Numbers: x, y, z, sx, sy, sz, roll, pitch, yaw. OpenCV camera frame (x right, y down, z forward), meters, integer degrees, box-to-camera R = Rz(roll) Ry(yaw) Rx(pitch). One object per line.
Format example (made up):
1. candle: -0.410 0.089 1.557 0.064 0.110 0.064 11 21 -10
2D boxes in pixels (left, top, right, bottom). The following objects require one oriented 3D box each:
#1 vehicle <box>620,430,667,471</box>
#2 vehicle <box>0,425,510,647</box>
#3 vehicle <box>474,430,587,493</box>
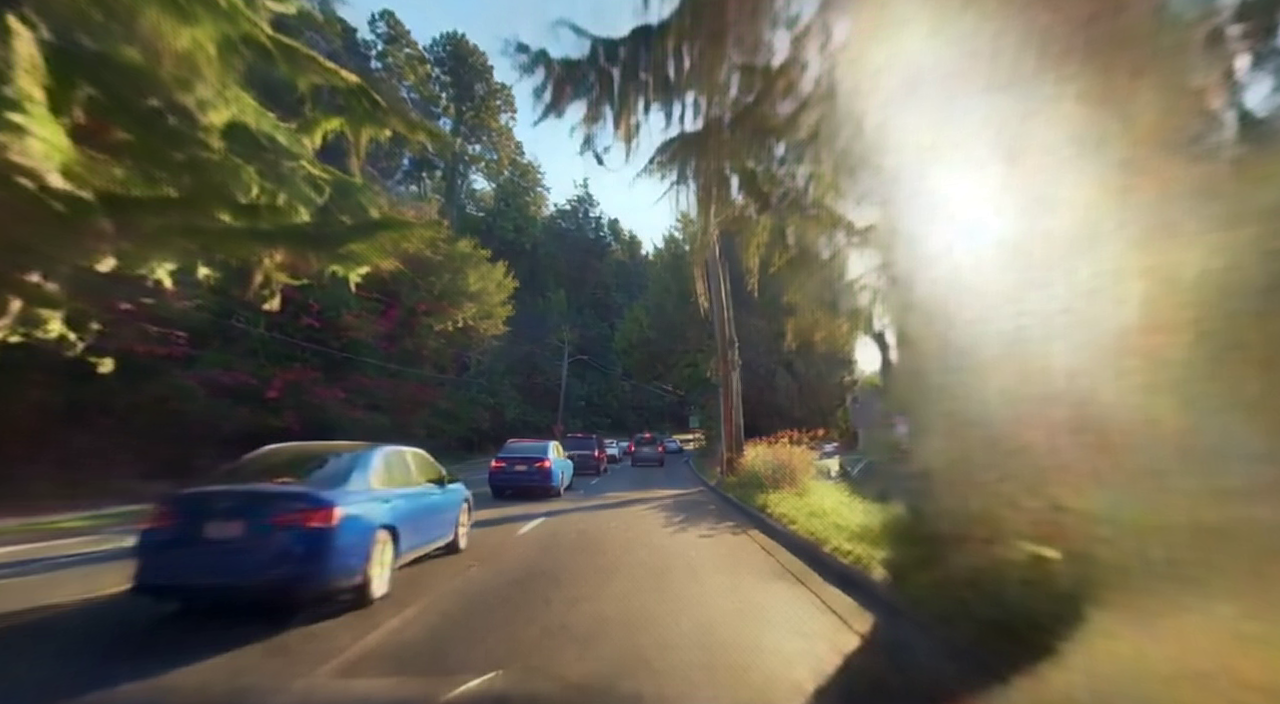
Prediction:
1. vehicle: 0.258 5.047 32.438 2.241 1.912 4.095 -1 -8 2
2. vehicle: -3.164 1.608 6.794 2.260 1.465 4.972 -1 -8 2
3. vehicle: -2.909 3.070 18.031 2.180 1.546 4.755 0 -9 3
